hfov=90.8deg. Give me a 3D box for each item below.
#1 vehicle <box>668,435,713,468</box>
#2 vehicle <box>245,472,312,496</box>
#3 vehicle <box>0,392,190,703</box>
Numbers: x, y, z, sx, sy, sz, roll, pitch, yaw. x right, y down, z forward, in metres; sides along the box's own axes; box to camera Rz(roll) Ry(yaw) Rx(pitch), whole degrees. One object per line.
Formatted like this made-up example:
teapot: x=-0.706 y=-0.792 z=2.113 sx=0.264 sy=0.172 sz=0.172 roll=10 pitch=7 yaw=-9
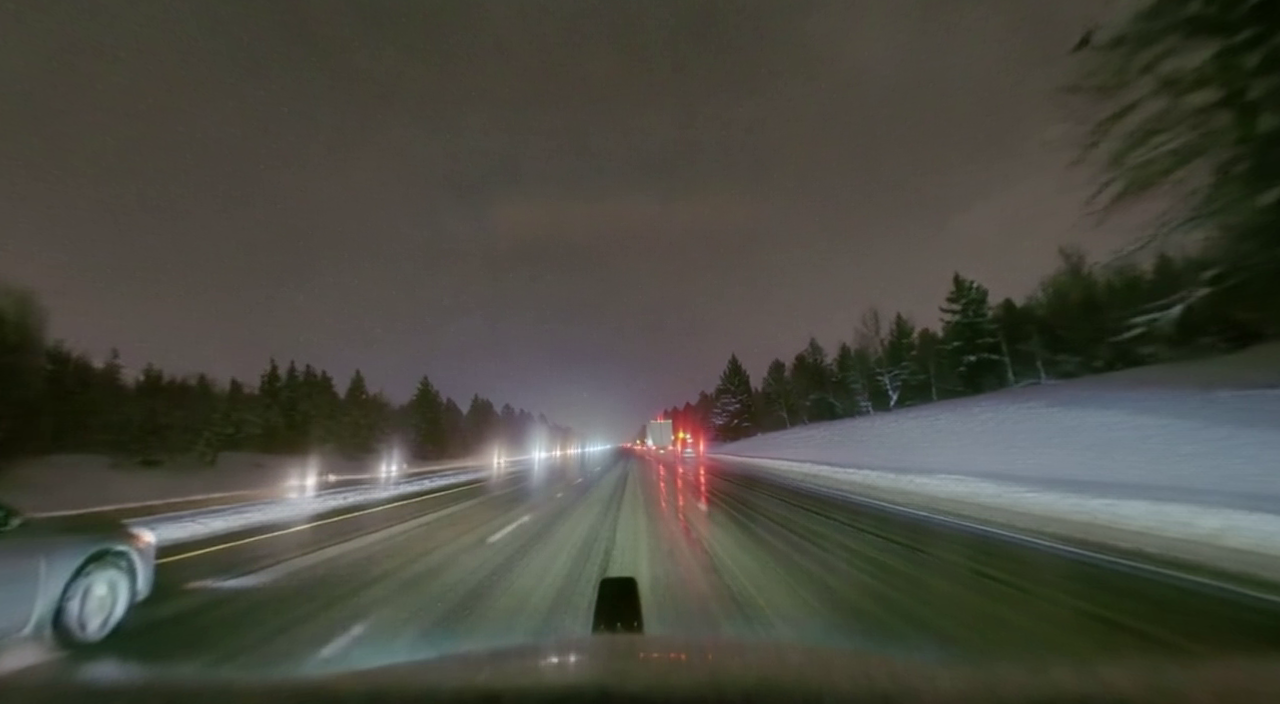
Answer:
vehicle: x=2.774 y=5.641 z=35.967 sx=2.065 sy=1.760 sz=4.488 roll=0 pitch=-8 yaw=-1
vehicle: x=-27.565 y=10.071 z=48.411 sx=2.104 sy=1.431 sz=4.891 roll=0 pitch=-8 yaw=2
vehicle: x=-4.228 y=0.857 z=2.140 sx=1.903 sy=1.607 sz=4.770 roll=0 pitch=-8 yaw=0
